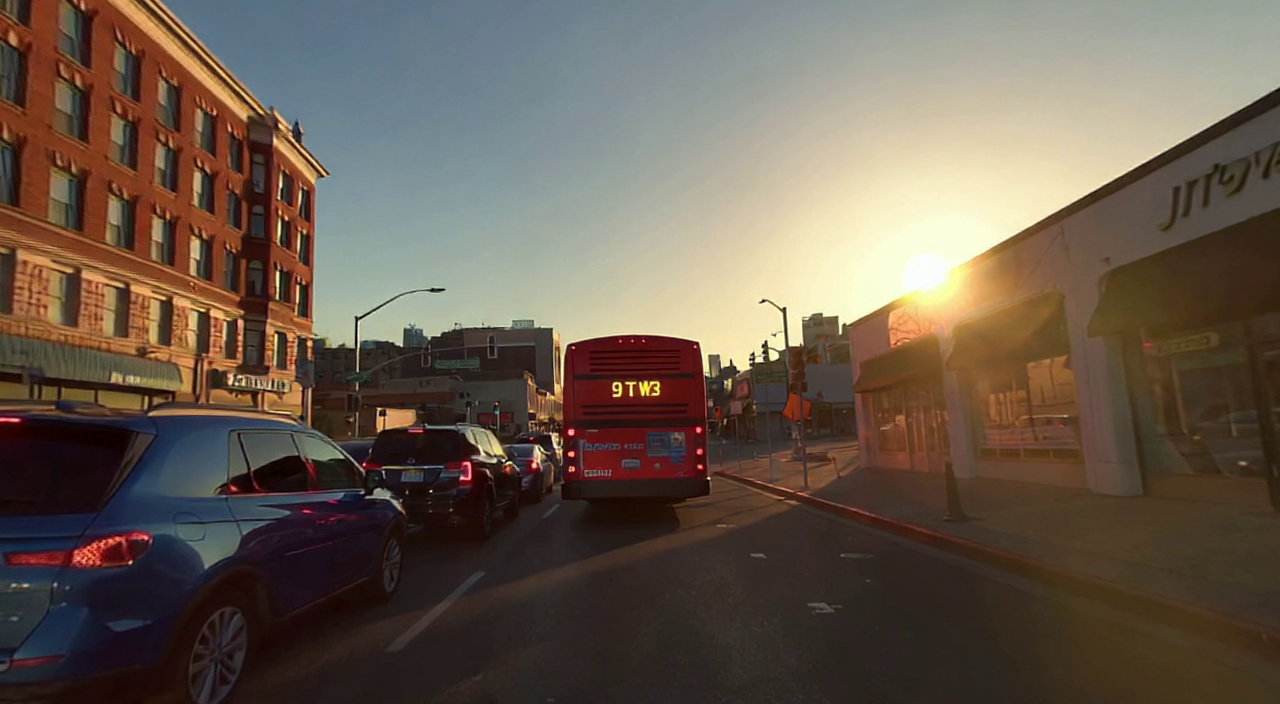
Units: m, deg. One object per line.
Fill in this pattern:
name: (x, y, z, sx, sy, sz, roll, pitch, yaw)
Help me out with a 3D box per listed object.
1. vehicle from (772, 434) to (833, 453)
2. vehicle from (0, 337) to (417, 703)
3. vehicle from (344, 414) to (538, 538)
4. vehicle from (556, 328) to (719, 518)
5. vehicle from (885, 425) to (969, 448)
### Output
vehicle: (11.950, 6.742, 46.664, 3.949, 1.337, 1.738, 0, -9, -3)
vehicle: (-3.212, 1.093, 3.980, 2.020, 1.725, 4.384, 0, -8, 0)
vehicle: (-3.345, 2.198, 11.787, 2.096, 1.828, 4.669, 0, -8, 0)
vehicle: (-0.297, 2.005, 16.560, 2.938, 3.468, 9.972, 0, -9, -3)
vehicle: (19.432, 5.755, 42.918, 4.774, 1.492, 1.802, 0, -9, -1)
